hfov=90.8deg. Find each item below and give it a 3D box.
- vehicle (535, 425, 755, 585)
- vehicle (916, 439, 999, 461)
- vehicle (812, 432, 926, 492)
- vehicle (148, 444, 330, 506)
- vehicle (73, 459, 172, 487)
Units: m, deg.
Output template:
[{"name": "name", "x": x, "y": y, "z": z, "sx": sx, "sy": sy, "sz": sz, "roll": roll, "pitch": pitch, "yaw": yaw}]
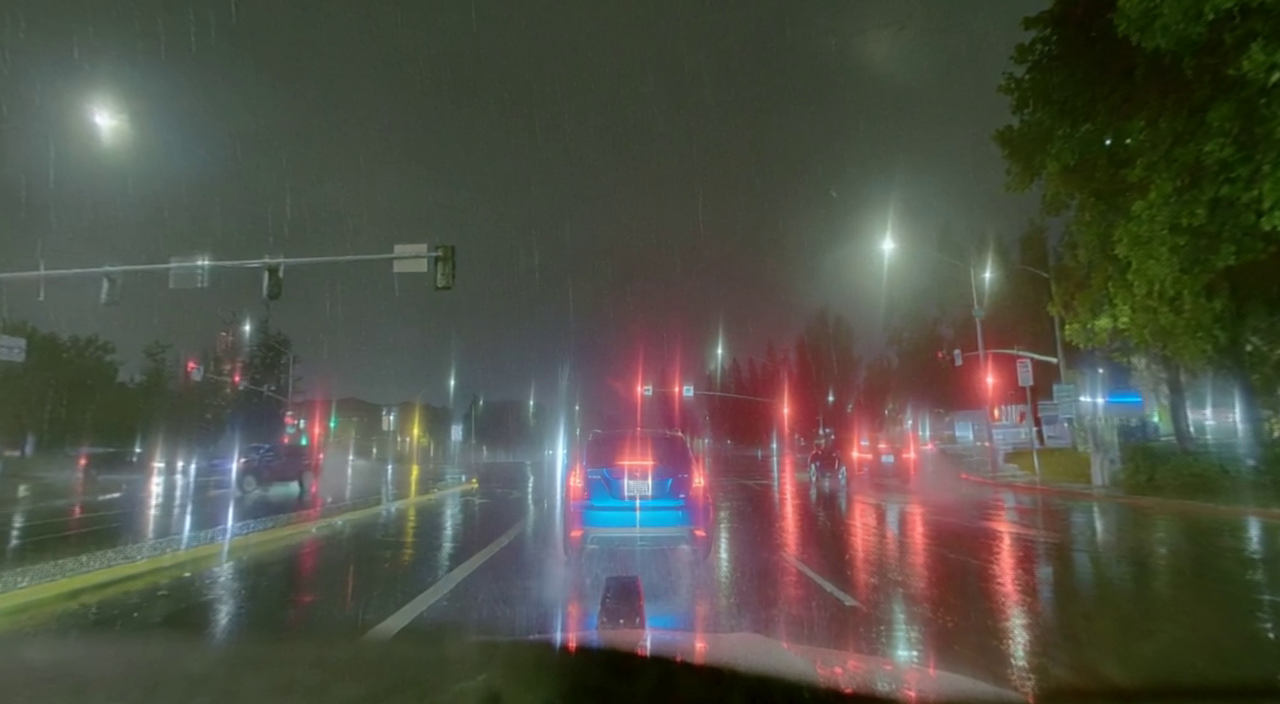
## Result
[{"name": "vehicle", "x": -0.009, "y": 1.762, "z": 8.140, "sx": 2.070, "sy": 1.488, "sz": 4.206, "roll": 0, "pitch": -8, "yaw": -2}, {"name": "vehicle", "x": 21.926, "y": 6.782, "z": 43.757, "sx": 4.563, "sy": 1.454, "sz": 2.056, "roll": -1, "pitch": -8, "yaw": 3}, {"name": "vehicle", "x": 7.065, "y": 3.436, "z": 20.067, "sx": 2.039, "sy": 1.692, "sz": 4.319, "roll": 0, "pitch": -8, "yaw": 1}, {"name": "vehicle", "x": -12.482, "y": 3.814, "z": 20.148, "sx": 2.097, "sy": 1.710, "sz": 4.649, "roll": -2, "pitch": -9, "yaw": 13}, {"name": "vehicle", "x": -32.397, "y": 7.555, "z": 39.645, "sx": 4.401, "sy": 1.625, "sz": 1.863, "roll": 0, "pitch": -8, "yaw": -4}]
